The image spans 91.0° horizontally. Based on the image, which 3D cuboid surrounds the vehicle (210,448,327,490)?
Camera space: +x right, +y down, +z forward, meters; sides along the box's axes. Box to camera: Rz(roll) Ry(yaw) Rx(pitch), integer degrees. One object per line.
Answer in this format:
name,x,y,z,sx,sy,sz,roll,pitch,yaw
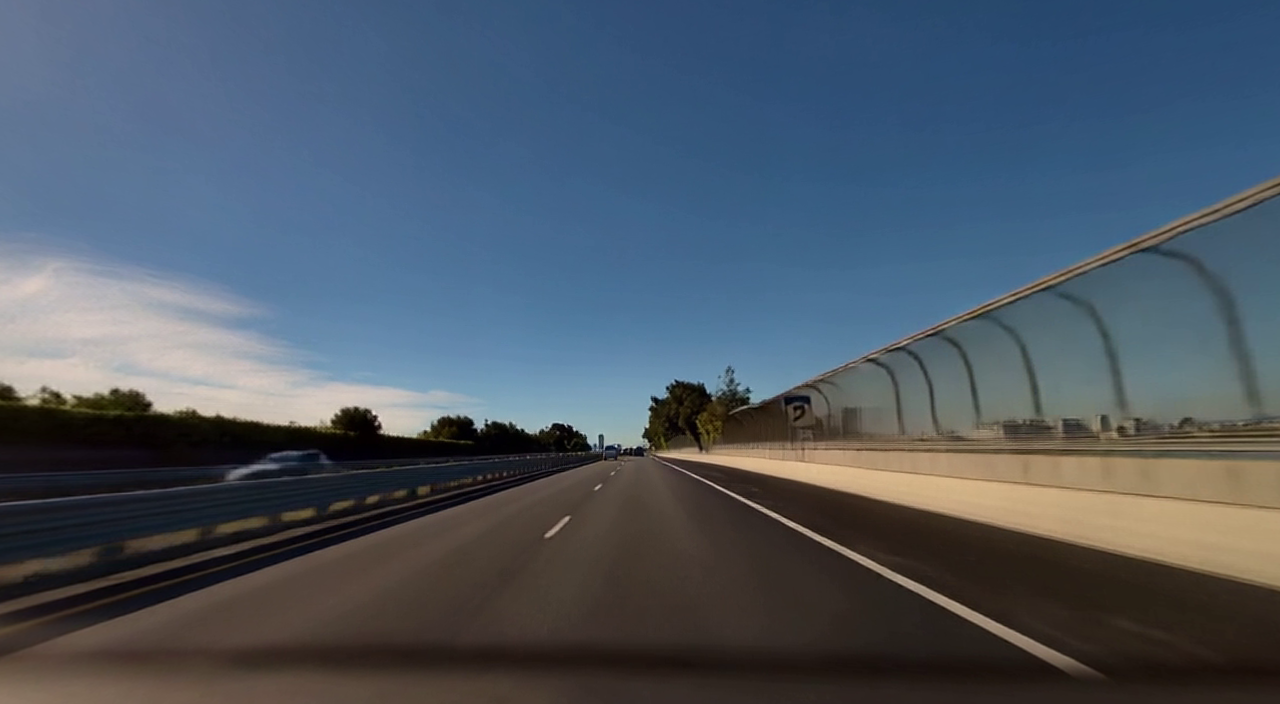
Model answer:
vehicle,-15.277,4.814,26.221,2.046,1.530,4.596,0,-8,0
